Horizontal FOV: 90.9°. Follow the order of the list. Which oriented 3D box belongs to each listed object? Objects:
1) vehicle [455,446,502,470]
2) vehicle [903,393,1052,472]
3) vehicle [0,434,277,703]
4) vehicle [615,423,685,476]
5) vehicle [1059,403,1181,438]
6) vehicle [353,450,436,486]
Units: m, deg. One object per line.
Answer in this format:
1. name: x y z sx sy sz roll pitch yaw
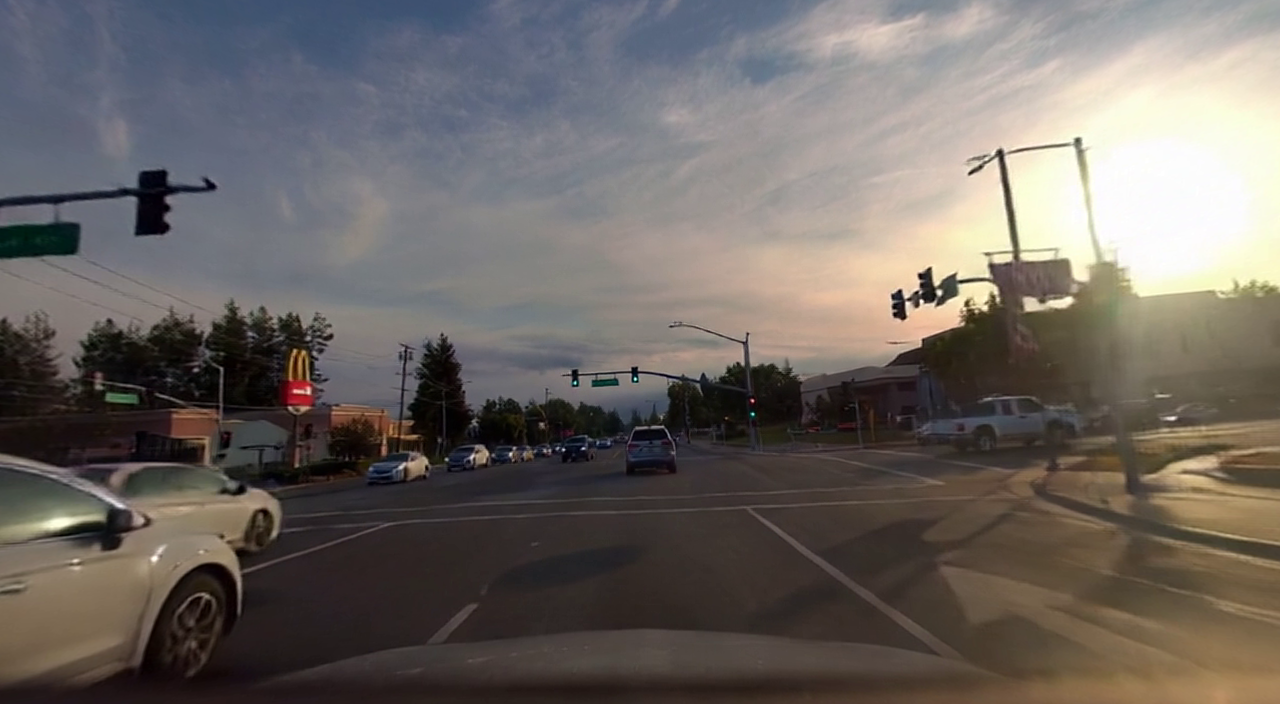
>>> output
1. vehicle: -11.393 7.500 44.846 2.184 1.641 4.429 0 -8 0
2. vehicle: 10.895 2.609 20.117 5.877 2.148 2.452 8 -12 -44
3. vehicle: -3.700 1.070 2.522 1.996 1.463 4.094 0 -8 1
4. vehicle: 0.313 3.878 25.249 2.513 1.854 5.235 0 -8 -1
5. vehicle: 25.585 3.694 33.735 4.769 1.486 2.043 -3 -8 1
6. vehicle: -11.293 5.365 29.446 2.016 1.468 4.612 0 -8 0
